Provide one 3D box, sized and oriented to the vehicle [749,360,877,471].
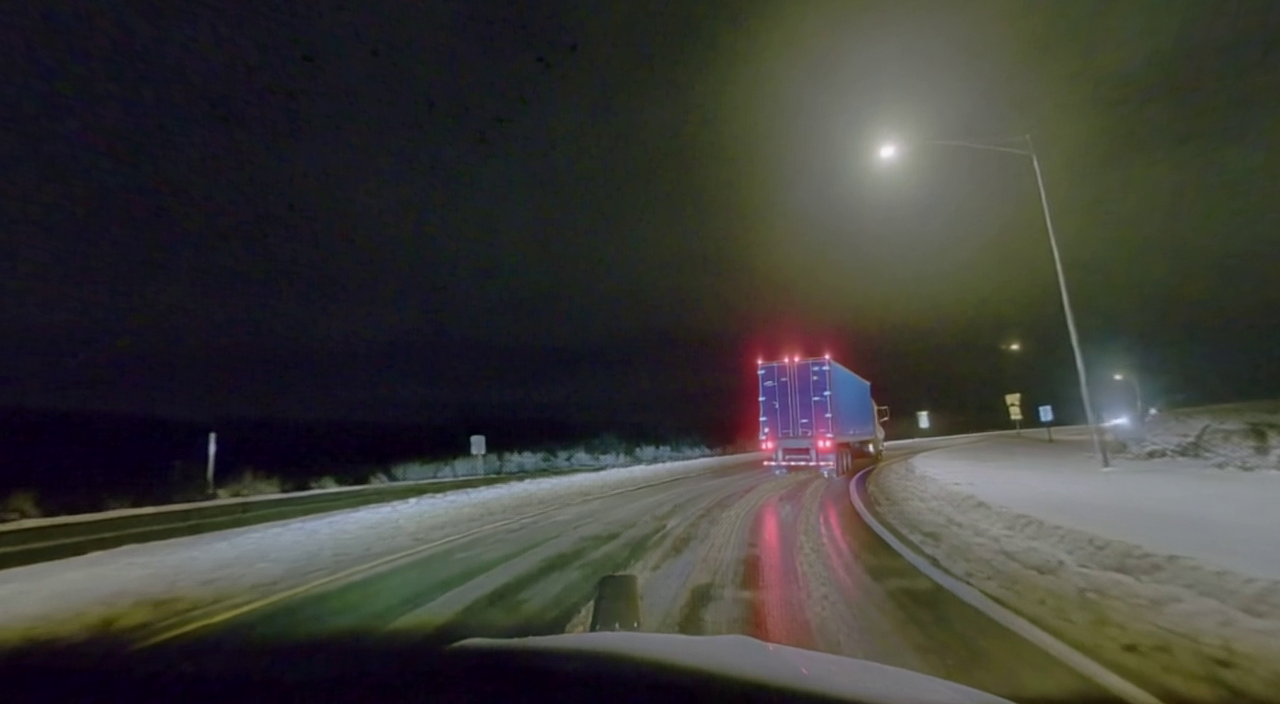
[{"bbox_3d":[7.625,2.819,26.299,2.837,3.712,10.484,-4,-9,27],"label":"vehicle"}]
